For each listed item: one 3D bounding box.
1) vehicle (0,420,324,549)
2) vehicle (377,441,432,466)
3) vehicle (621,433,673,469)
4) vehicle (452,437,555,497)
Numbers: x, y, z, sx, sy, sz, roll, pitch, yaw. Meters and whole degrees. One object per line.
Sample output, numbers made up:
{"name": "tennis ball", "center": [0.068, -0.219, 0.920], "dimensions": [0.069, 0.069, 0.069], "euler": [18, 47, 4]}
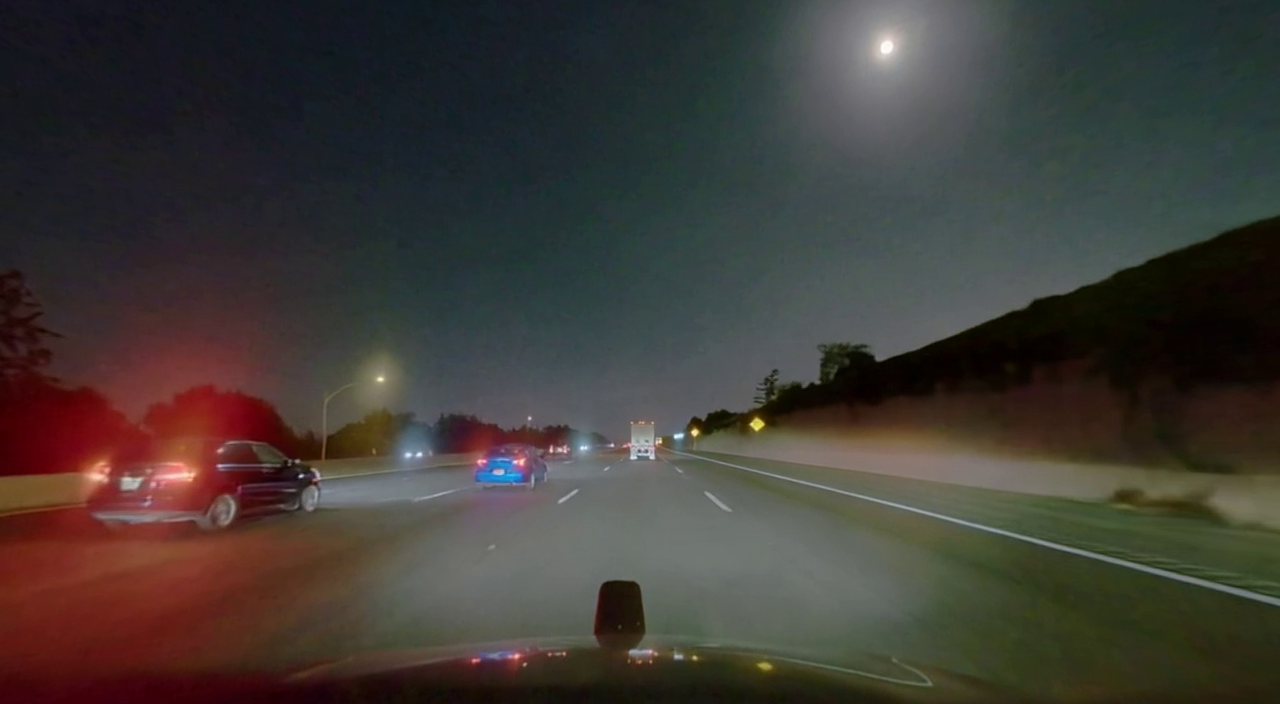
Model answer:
{"name": "vehicle", "center": [-7.697, 2.099, 10.698], "dimensions": [2.189, 1.673, 4.699], "euler": [0, -9, 0]}
{"name": "vehicle", "center": [-16.970, 7.332, 45.640], "dimensions": [2.081, 1.639, 4.832], "euler": [0, -9, 1]}
{"name": "vehicle", "center": [0.336, 5.872, 37.390], "dimensions": [2.856, 1.994, 4.931], "euler": [0, -9, -1]}
{"name": "vehicle", "center": [-3.801, 3.272, 18.348], "dimensions": [2.000, 1.512, 4.371], "euler": [0, -9, 0]}
